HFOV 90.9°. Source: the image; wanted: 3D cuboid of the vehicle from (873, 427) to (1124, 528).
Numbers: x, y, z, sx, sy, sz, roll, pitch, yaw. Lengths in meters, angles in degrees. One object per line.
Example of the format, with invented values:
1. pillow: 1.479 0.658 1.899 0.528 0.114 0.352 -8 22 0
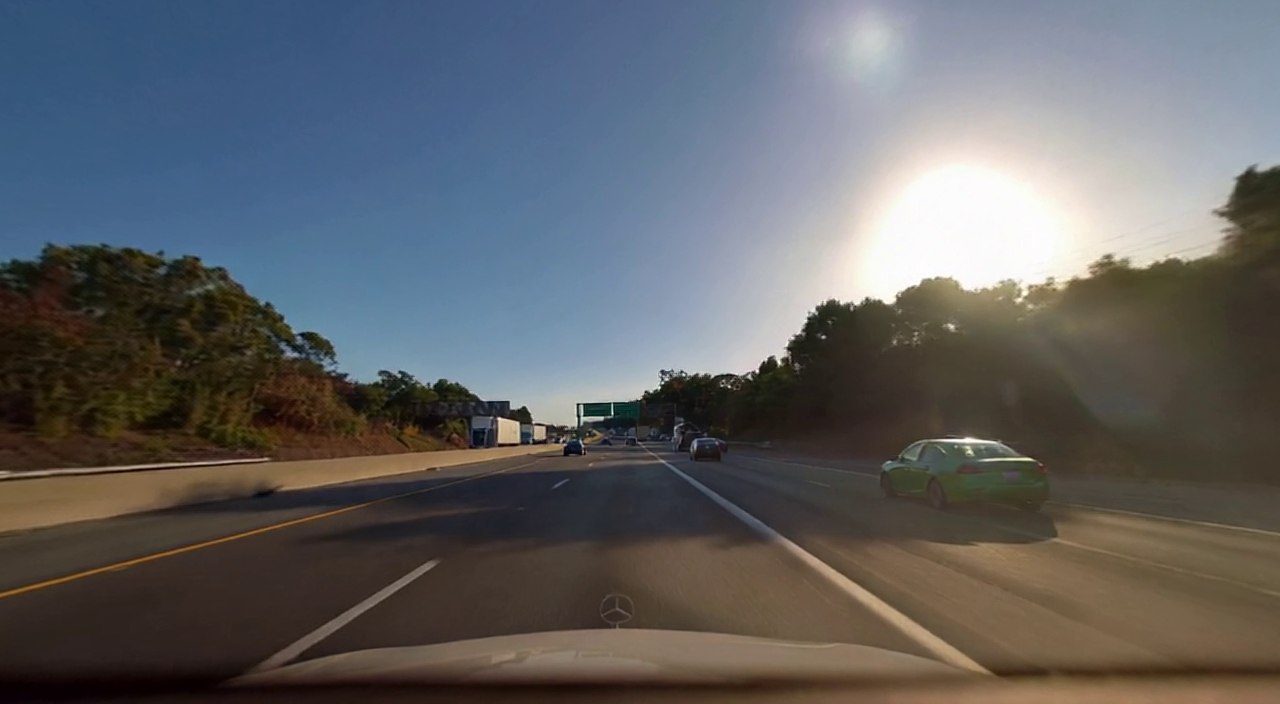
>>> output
1. vehicle: 6.164 2.170 11.590 2.028 1.488 4.236 0 -8 -2

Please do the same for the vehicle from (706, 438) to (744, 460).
1. vehicle: 5.708 6.568 42.880 1.920 1.436 3.890 0 -8 -2
